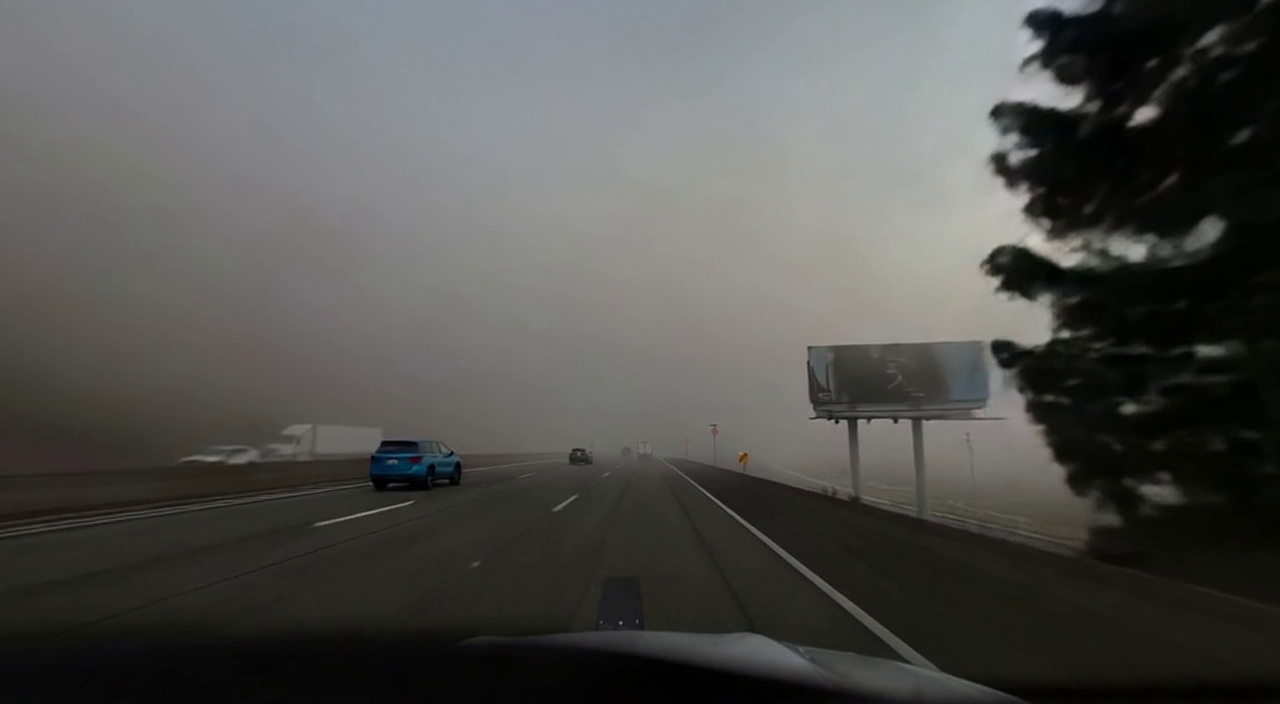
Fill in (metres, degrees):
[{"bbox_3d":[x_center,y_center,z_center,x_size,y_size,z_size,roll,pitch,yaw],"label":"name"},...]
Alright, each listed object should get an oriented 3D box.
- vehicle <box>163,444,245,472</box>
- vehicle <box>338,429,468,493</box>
[{"bbox_3d":[-28.453,6.909,41.334,2.043,1.658,4.568,0,-9,1],"label":"vehicle"},{"bbox_3d":[-7.089,3.319,19.518,2.055,1.683,4.804,0,-9,1],"label":"vehicle"}]
